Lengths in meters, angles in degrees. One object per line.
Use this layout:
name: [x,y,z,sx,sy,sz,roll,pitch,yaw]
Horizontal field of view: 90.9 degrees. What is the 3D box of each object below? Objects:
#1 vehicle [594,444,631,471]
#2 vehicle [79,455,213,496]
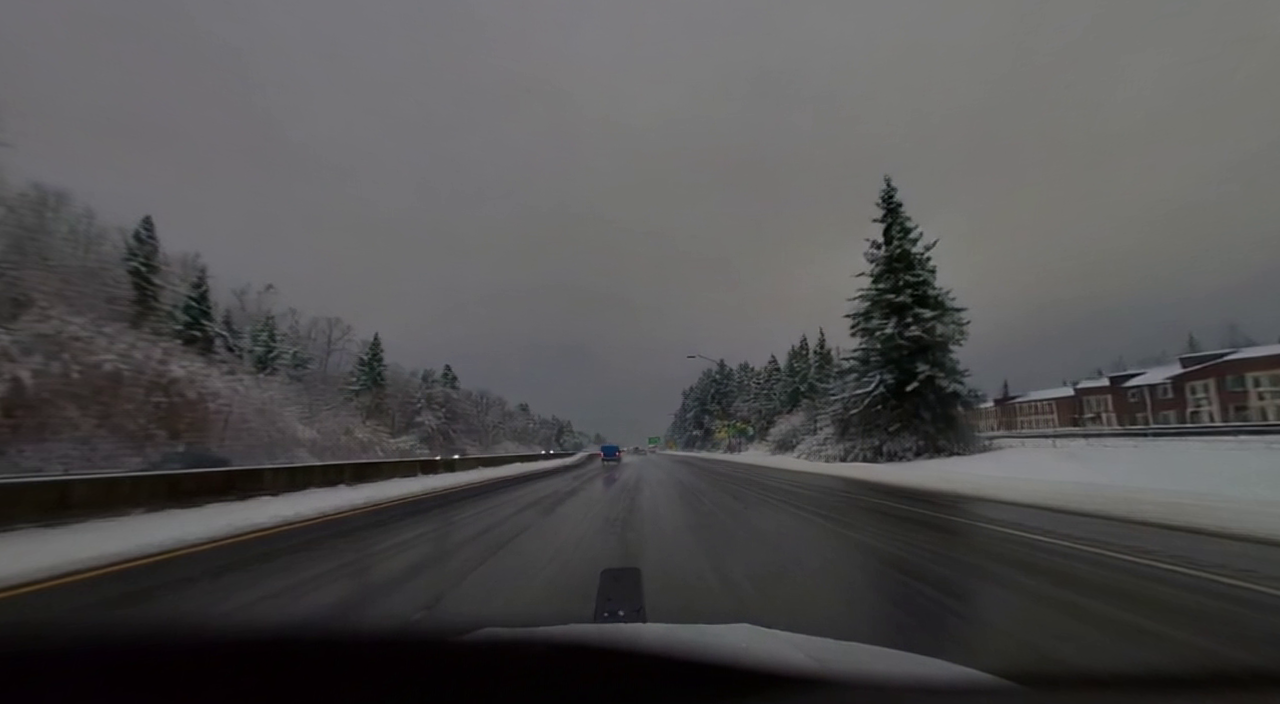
vehicle: [-1.653,6.517,38.864,1.965,1.556,3.971,0,-9,2]
vehicle: [-19.706,4.921,25.439,1.822,1.440,4.360,0,-9,0]
